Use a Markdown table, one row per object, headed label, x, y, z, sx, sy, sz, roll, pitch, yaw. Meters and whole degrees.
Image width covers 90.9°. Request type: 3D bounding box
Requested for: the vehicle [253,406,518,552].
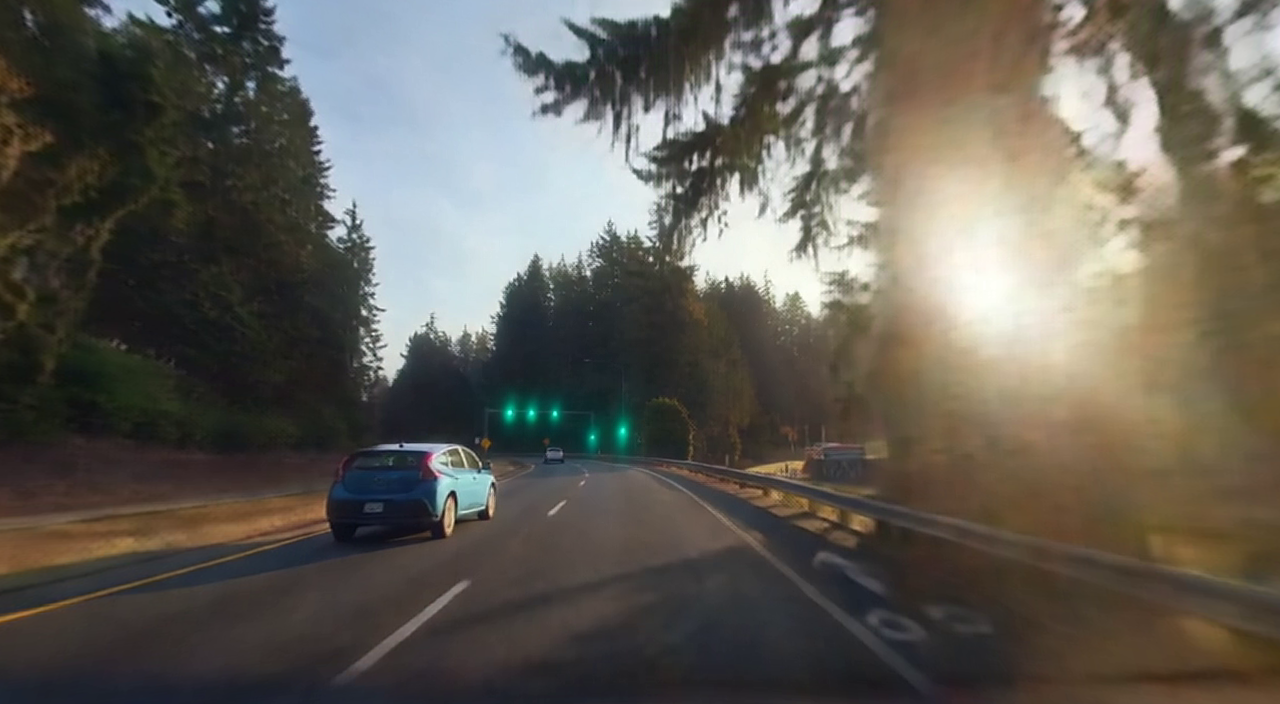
| label | x | y | z | sx | sy | sz | roll | pitch | yaw |
| --- | --- | --- | --- | --- | --- | --- | --- | --- | --- |
| vehicle | -3.754 | 2.002 | 10.656 | 2.336 | 1.857 | 4.986 | 0 | -8 | 1 |
